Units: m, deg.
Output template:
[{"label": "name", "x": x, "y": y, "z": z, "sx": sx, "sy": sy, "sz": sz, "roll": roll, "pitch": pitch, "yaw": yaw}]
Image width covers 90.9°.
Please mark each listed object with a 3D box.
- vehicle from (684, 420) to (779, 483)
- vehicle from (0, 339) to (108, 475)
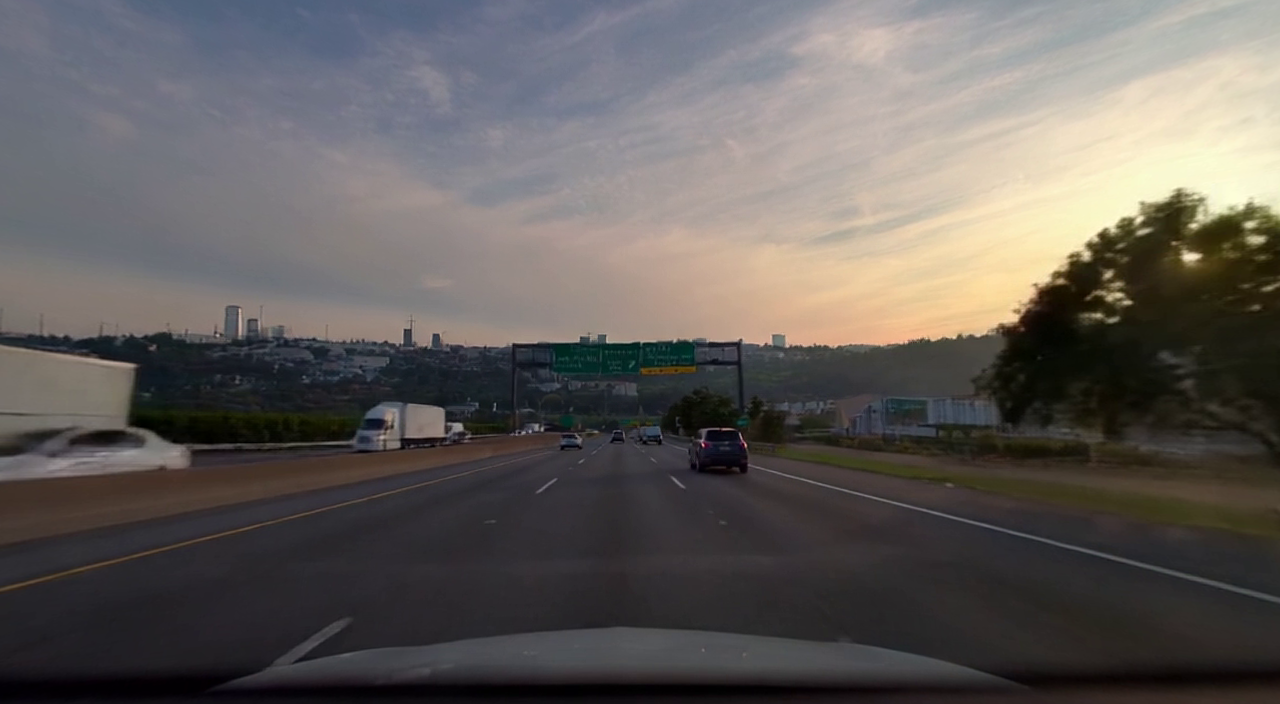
[{"label": "vehicle", "x": 2.549, "y": 2.909, "z": 18.706, "sx": 2.022, "sy": 1.637, "sz": 4.229, "roll": 1, "pitch": -8, "yaw": -3}, {"label": "vehicle", "x": -20.593, "y": 1.177, "z": 15.396, "sx": 2.900, "sy": 4.050, "sz": 14.511, "roll": 0, "pitch": -8, "yaw": -2}]
